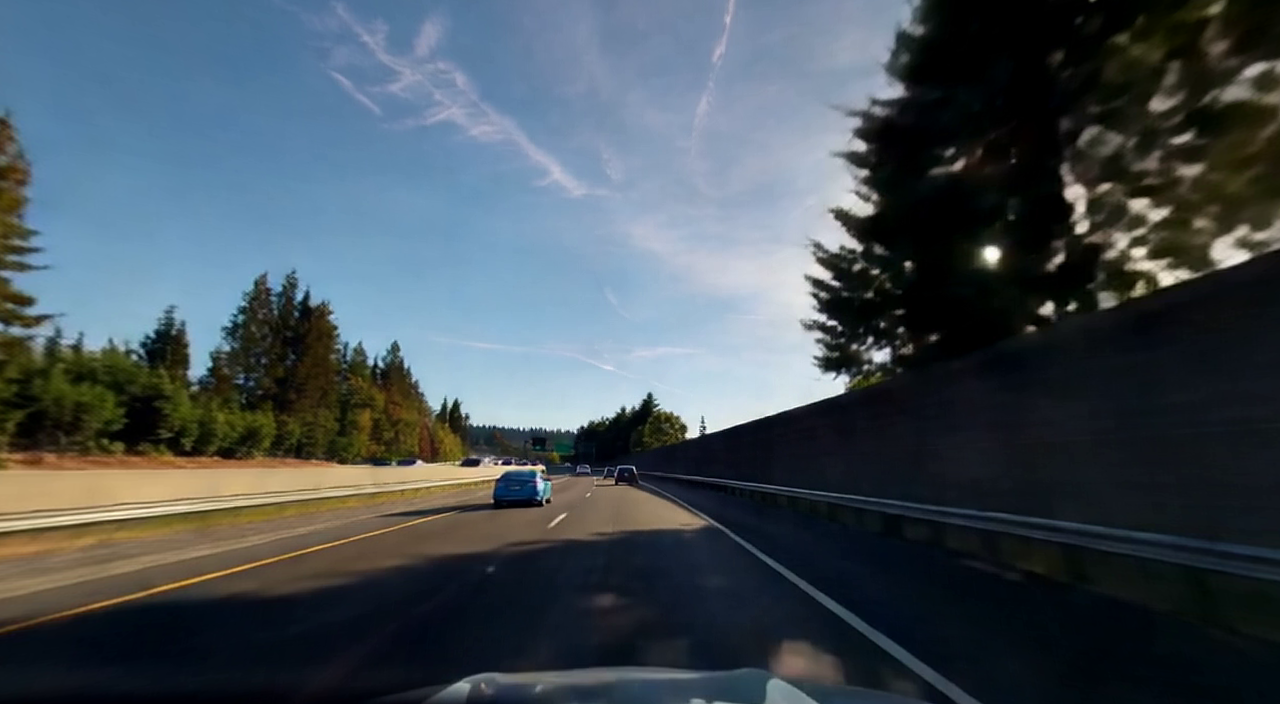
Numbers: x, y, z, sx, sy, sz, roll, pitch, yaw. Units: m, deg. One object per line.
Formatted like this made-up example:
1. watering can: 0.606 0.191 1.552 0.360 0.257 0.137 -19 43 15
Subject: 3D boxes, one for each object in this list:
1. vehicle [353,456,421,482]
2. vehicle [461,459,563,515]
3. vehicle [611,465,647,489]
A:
1. vehicle: -16.066 7.493 40.334 2.344 1.480 5.004 1 -11 -1
2. vehicle: -3.920 4.286 20.294 2.310 1.521 4.731 1 -11 -1
3. vehicle: -0.751 8.803 44.410 2.363 1.526 4.687 1 -11 -1
